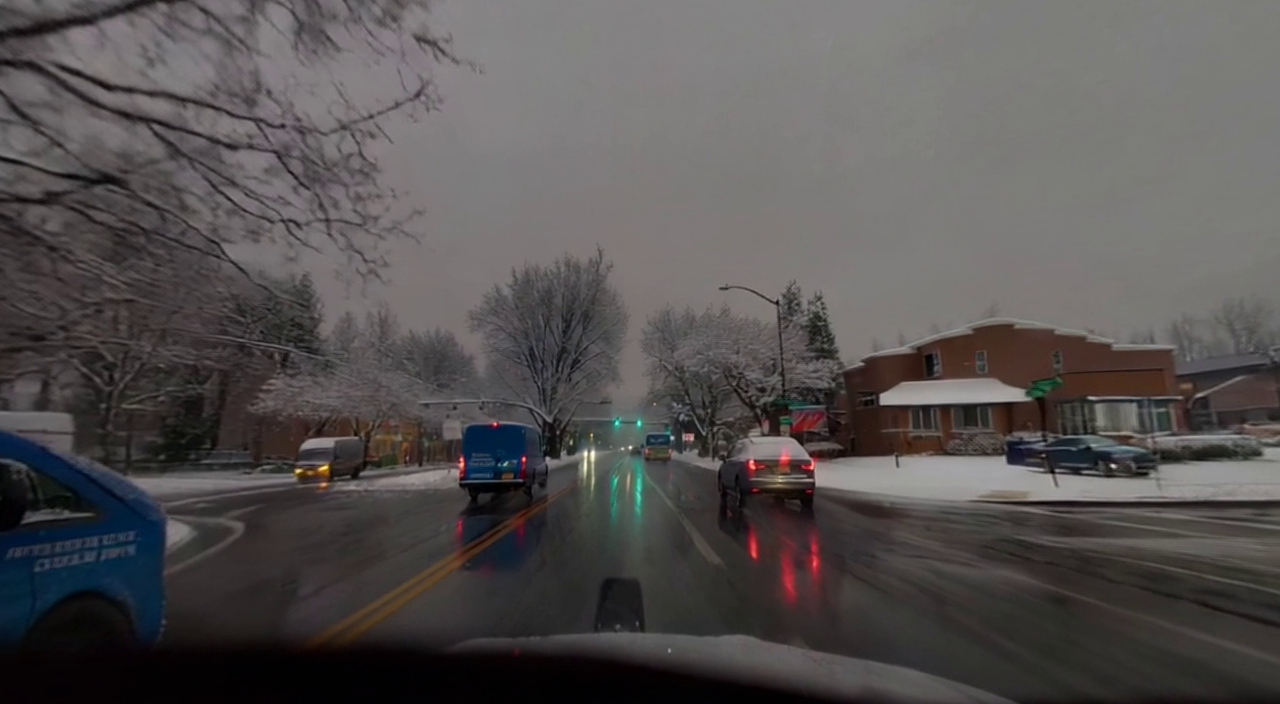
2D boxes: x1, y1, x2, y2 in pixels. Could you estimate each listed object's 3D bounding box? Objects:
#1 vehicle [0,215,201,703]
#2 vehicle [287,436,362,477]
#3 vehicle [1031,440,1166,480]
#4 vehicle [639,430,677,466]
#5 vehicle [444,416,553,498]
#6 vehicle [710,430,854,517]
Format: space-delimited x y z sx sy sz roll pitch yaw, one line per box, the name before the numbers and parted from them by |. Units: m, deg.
vehicle | -3.420 0.318 0.342 2.269 2.190 5.680 1 -8 -1
vehicle | -23.873 7.908 48.168 2.408 2.860 6.627 0 -9 -2
vehicle | 18.366 4.310 25.401 4.210 1.480 1.922 1 -9 -11
vehicle | 1.270 7.229 47.512 2.397 2.566 5.324 1 -9 -4
vehicle | -4.222 3.249 19.765 2.420 2.227 4.499 0 -9 -1
vehicle | 2.991 2.699 14.528 2.087 1.658 4.612 0 -9 -2
